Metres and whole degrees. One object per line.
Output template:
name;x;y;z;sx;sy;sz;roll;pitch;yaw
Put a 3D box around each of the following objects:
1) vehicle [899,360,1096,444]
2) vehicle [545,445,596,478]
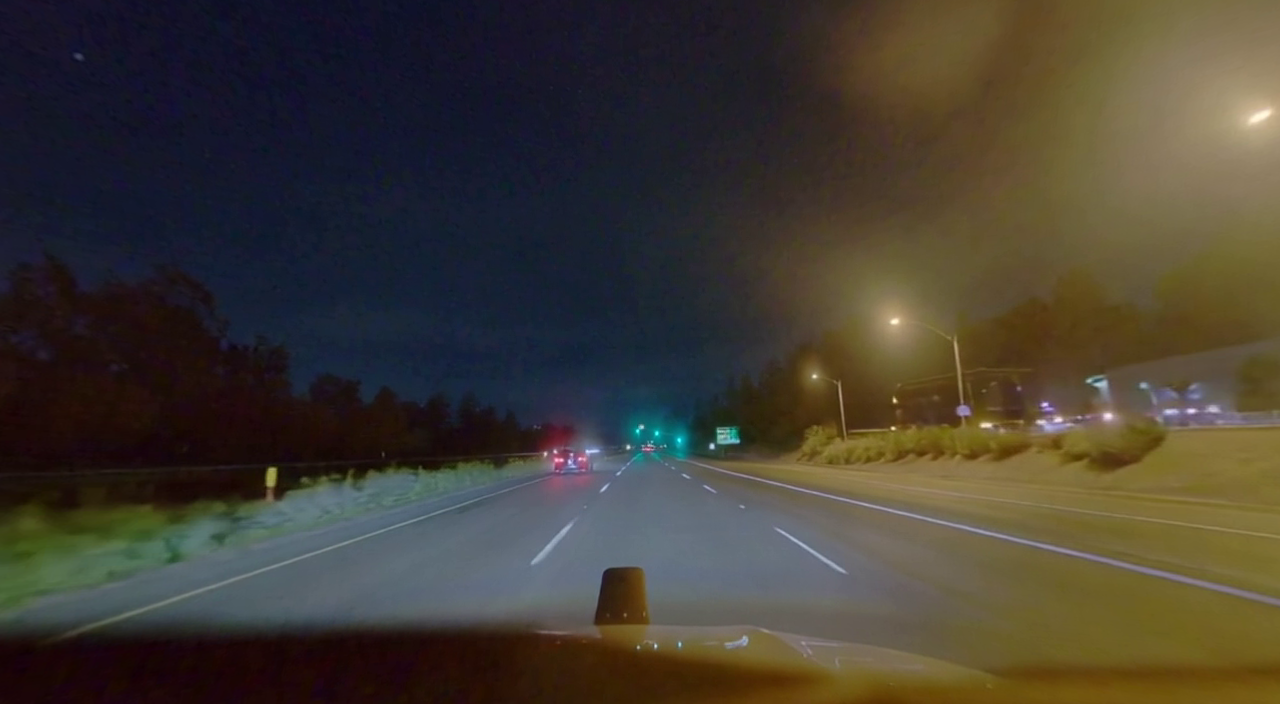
vehicle;21.049;3.606;39.231;3.077;4.132;15.370;0;-9;-1
vehicle;-3.499;5.587;32.441;2.021;1.526;4.385;0;-8;1
